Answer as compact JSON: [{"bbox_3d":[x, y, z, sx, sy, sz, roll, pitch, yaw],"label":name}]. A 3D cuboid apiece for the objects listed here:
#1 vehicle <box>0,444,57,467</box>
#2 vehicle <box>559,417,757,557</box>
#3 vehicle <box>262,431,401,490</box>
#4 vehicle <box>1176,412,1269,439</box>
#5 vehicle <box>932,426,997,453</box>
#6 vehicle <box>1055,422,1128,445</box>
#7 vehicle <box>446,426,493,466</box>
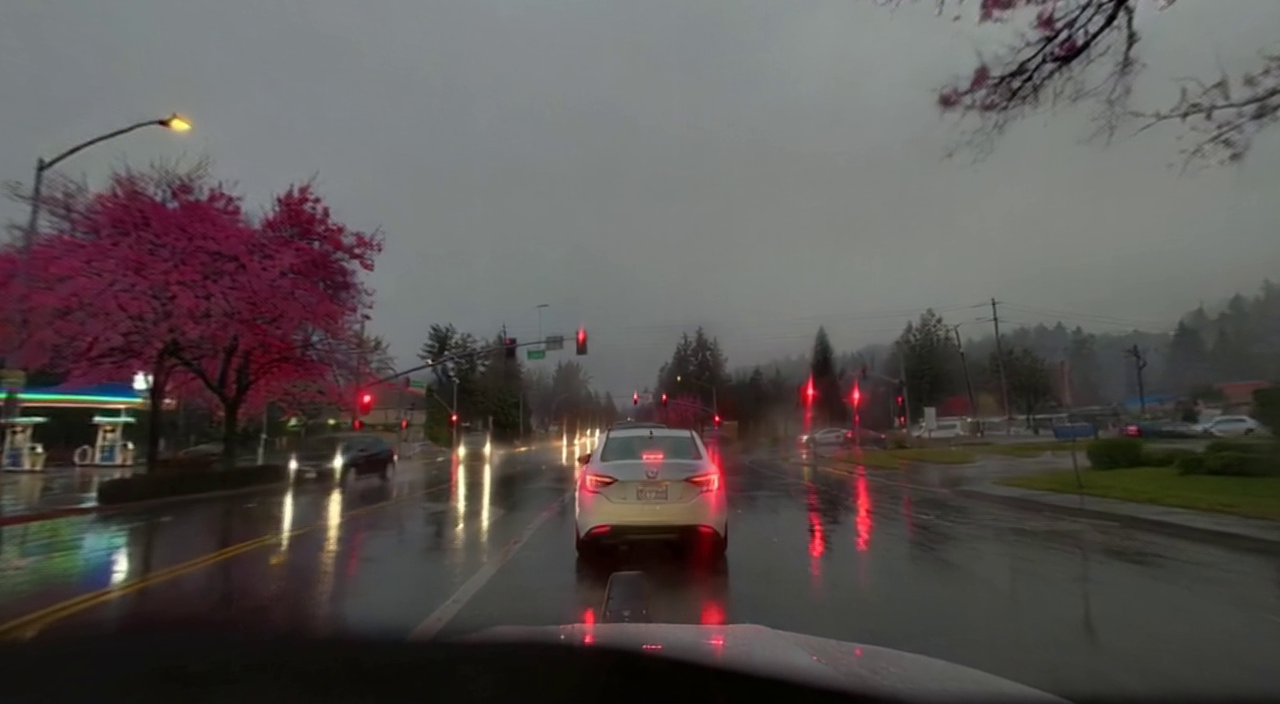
[{"bbox_3d":[-41.892,6.819,41.753,4.813,1.455,1.889,-1,-8,5],"label":"vehicle"},{"bbox_3d":[0.194,1.744,8.813,2.112,1.482,4.057,0,-8,0],"label":"vehicle"},{"bbox_3d":[-9.655,3.428,20.227,2.108,1.671,4.535,0,-8,1],"label":"vehicle"},{"bbox_3d":[36.977,4.717,40.186,1.848,1.581,4.475,-1,-8,4],"label":"vehicle"},{"bbox_3d":[18.989,5.118,36.813,4.091,1.495,2.053,8,-12,-43],"label":"vehicle"},{"bbox_3d":[35.587,6.410,49.743,4.294,1.557,1.744,-3,-8,2],"label":"vehicle"},{"bbox_3d":[-9.786,5.401,36.236,2.378,2.084,5.225,2,-9,-15],"label":"vehicle"}]
